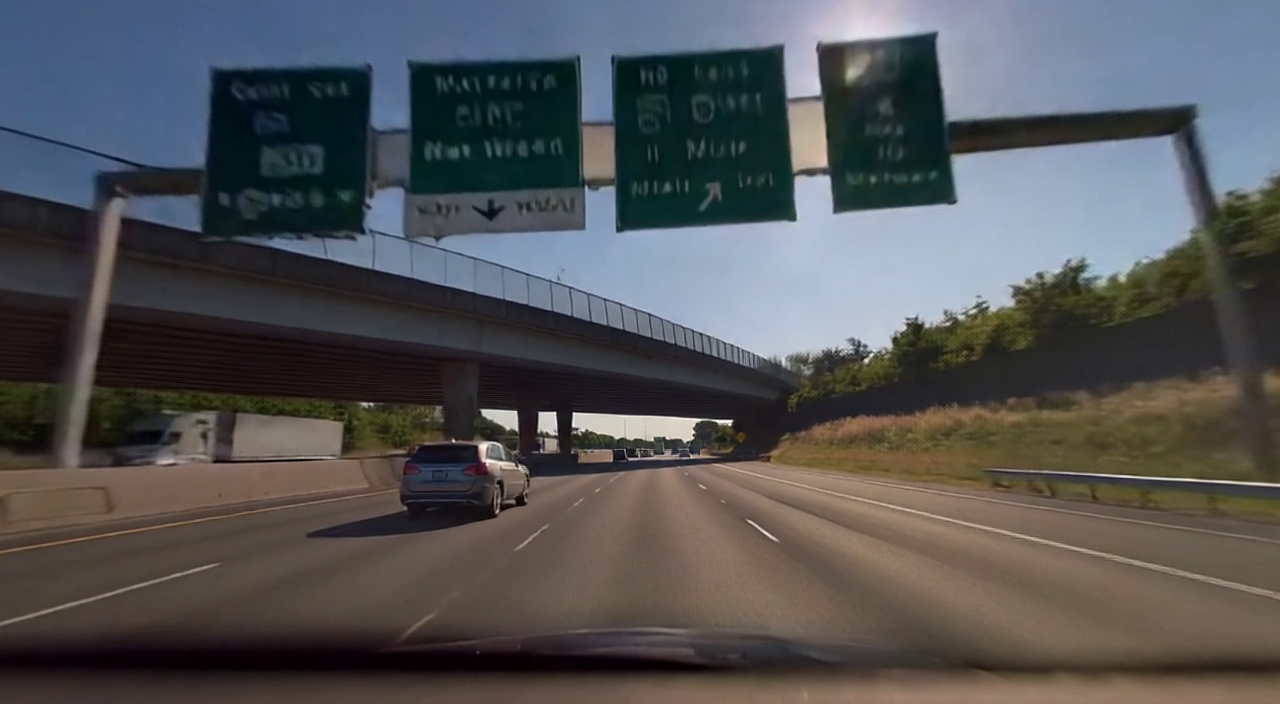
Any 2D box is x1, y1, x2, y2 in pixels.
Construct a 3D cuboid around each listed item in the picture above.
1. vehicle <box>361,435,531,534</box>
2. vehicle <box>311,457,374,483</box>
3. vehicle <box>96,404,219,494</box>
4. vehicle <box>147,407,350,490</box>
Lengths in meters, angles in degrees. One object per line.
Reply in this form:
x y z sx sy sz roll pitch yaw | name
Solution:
-3.598 2.522 12.623 2.016 1.623 4.126 0 -9 1 | vehicle
-18.336 7.271 39.112 1.887 1.417 3.931 -1 -9 2 | vehicle
-22.758 4.574 29.992 2.954 4.005 3.206 0 -9 1 | vehicle
-22.572 5.805 38.257 2.839 4.056 14.261 0 -9 2 | vehicle
